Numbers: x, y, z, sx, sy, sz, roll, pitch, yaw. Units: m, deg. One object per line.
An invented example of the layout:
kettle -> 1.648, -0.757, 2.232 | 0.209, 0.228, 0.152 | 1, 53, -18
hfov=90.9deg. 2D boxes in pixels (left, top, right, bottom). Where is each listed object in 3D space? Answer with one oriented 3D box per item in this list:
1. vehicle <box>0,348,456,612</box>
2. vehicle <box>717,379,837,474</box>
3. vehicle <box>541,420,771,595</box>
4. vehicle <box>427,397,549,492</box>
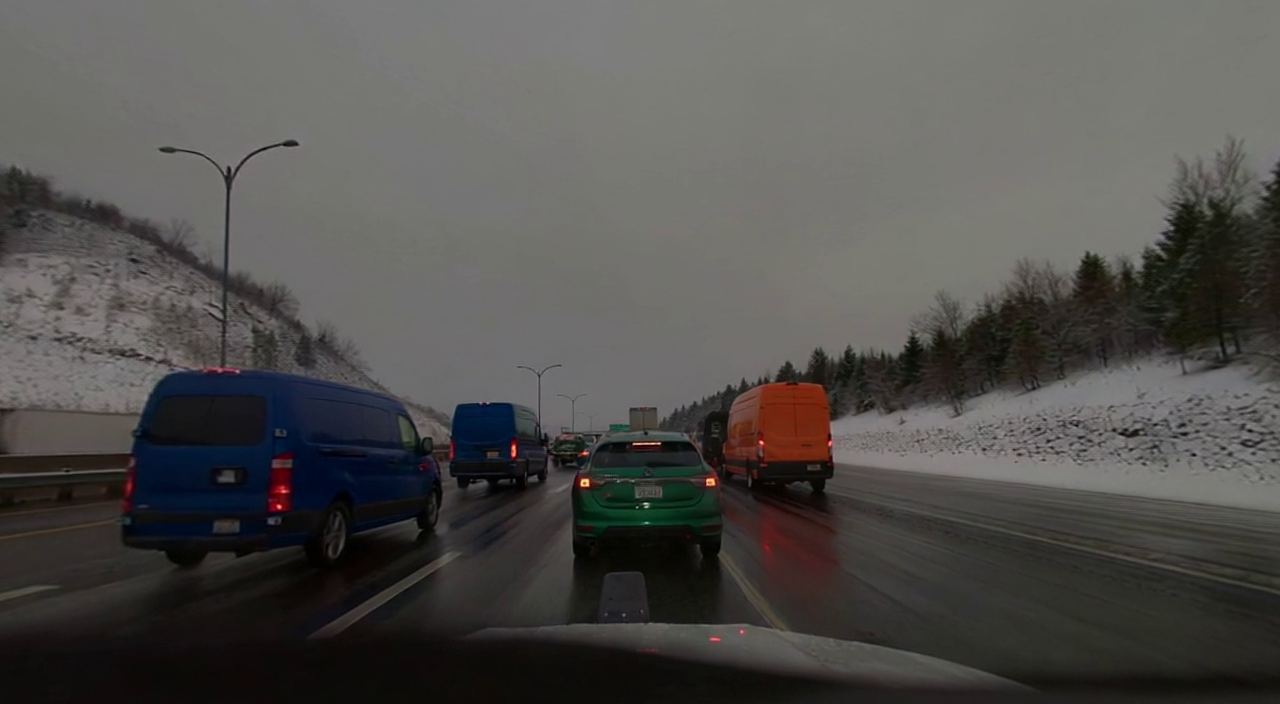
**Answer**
vehicle -> -4.211, 1.406, 7.799 | 2.195, 2.086, 5.445 | 0, -8, 0
vehicle -> 6.319, 3.848, 31.520 | 2.977, 3.878, 11.111 | 0, -8, -3
vehicle -> 0.093, 1.652, 7.550 | 2.003, 1.499, 3.930 | 0, -8, -1
vehicle -> -4.472, 2.890, 19.736 | 2.300, 2.522, 5.701 | 0, -8, 1
